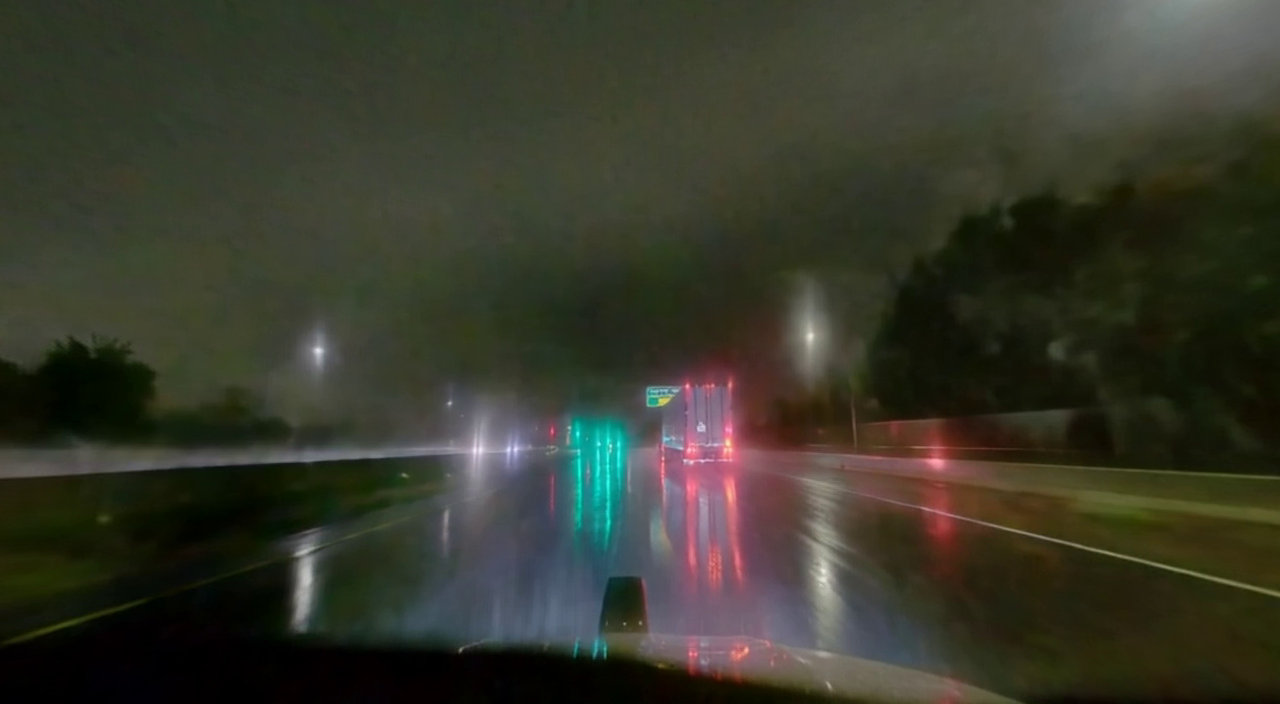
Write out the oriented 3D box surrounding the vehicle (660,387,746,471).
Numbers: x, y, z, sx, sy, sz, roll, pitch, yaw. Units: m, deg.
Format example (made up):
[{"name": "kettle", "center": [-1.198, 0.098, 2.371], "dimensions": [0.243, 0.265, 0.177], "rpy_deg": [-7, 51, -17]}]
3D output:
[{"name": "vehicle", "center": [3.437, 5.160, 40.701], "dimensions": [2.932, 4.205, 18.253], "rpy_deg": [0, -8, -2]}]
